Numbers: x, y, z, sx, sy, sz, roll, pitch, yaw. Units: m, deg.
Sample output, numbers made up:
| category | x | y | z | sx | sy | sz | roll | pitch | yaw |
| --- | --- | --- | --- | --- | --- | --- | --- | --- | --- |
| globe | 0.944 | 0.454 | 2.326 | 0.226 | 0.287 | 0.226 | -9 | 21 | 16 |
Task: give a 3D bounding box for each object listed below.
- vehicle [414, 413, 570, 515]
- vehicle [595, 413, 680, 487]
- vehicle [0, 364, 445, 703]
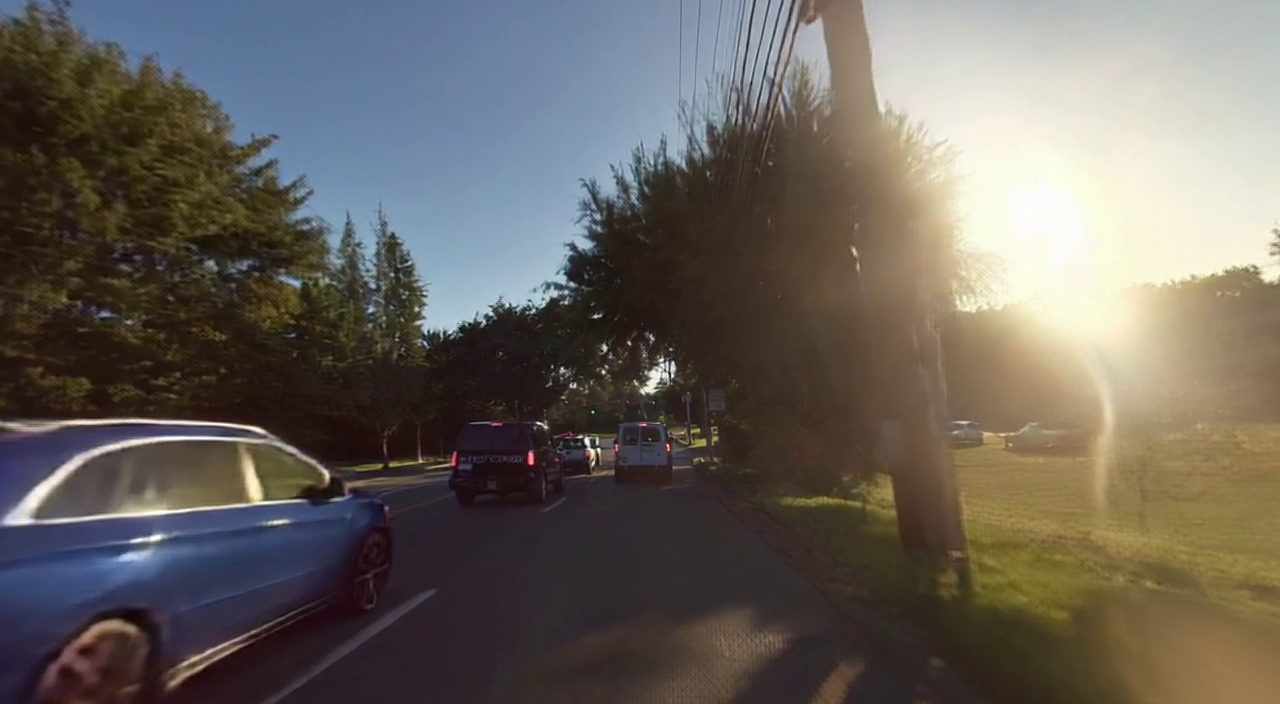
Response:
| category | x | y | z | sx | sy | sz | roll | pitch | yaw |
| --- | --- | --- | --- | --- | --- | --- | --- | --- | --- |
| vehicle | -2.890 | 2.334 | 13.567 | 2.062 | 1.796 | 4.657 | -1 | -8 | 2 |
| vehicle | 0.019 | 2.891 | 18.732 | 2.241 | 1.912 | 4.095 | -1 | -8 | 2 |
| vehicle | -3.132 | 1.079 | 3.889 | 2.180 | 1.546 | 4.755 | 0 | -8 | 2 |
